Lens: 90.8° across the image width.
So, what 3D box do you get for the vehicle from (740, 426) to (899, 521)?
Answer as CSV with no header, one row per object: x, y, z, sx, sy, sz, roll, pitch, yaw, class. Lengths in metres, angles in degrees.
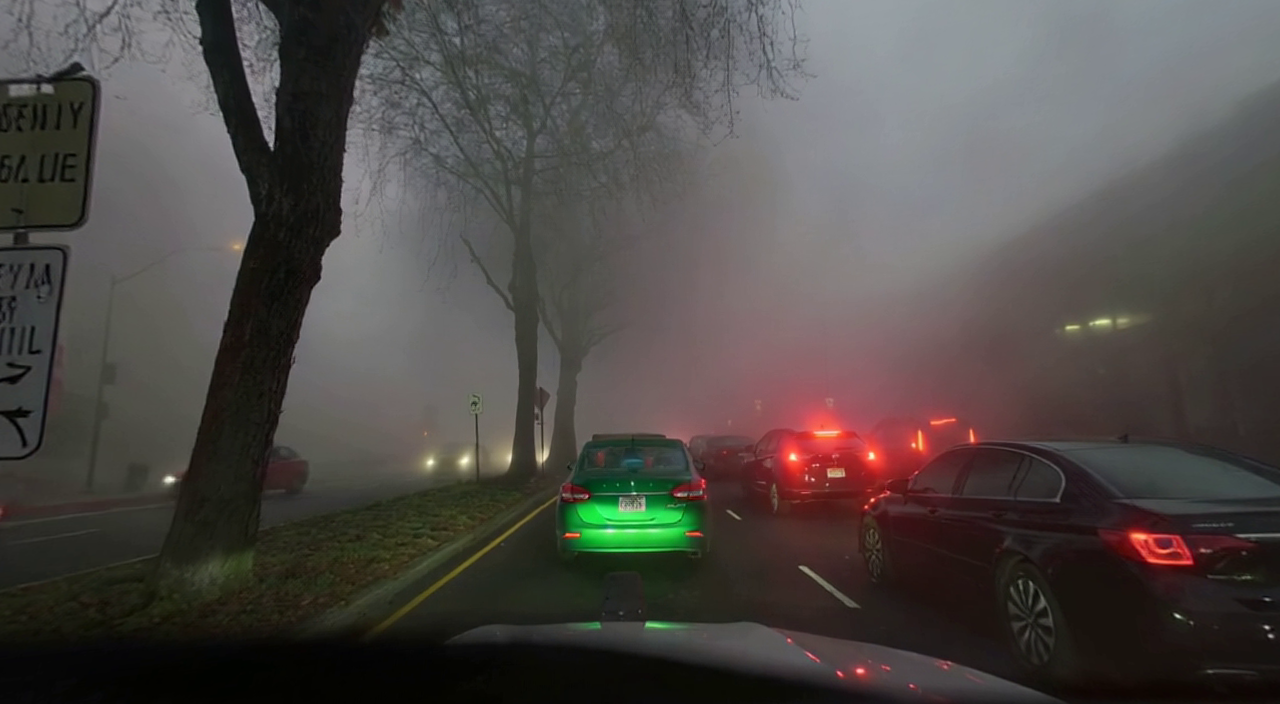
3.534,2.483,13.420,2.025,1.660,4.263,0,-9,-1,vehicle

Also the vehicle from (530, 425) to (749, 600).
-0.019,1.660,7.306,1.887,1.487,3.535,0,-9,0,vehicle

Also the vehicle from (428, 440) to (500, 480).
-8.068,4.994,29.389,2.079,1.695,4.374,0,-9,0,vehicle

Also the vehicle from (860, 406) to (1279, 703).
3.311,1.257,4.482,1.988,1.480,4.195,0,-9,0,vehicle

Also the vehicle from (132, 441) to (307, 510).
-12.004,3.517,18.509,2.004,1.732,4.530,0,-9,0,vehicle
